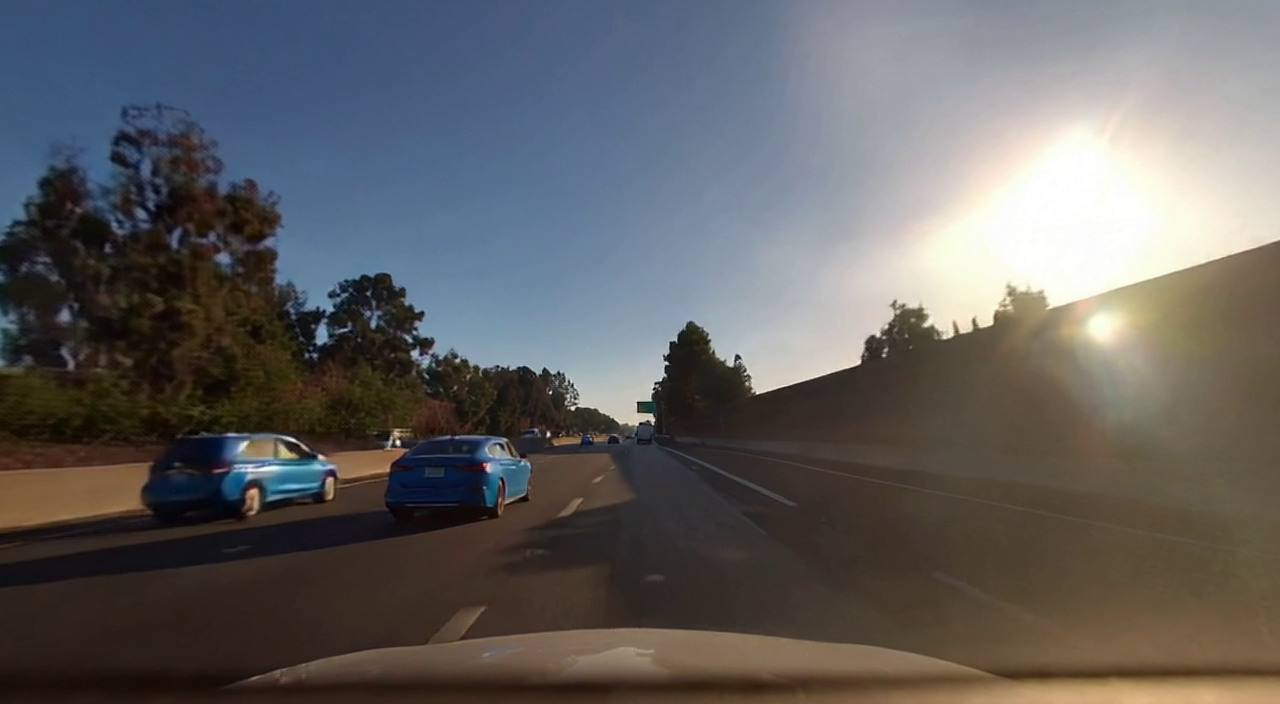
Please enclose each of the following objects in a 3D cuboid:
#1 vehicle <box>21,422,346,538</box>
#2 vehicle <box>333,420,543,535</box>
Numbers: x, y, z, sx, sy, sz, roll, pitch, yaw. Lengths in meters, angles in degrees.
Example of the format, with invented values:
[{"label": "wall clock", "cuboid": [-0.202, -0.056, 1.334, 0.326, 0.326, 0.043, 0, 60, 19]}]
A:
[{"label": "vehicle", "cuboid": [-7.000, 1.968, 10.452, 2.084, 1.494, 4.404, 0, -8, 0]}, {"label": "vehicle", "cuboid": [-2.973, 1.925, 10.289, 2.079, 1.500, 3.881, 0, -8, 1]}]
